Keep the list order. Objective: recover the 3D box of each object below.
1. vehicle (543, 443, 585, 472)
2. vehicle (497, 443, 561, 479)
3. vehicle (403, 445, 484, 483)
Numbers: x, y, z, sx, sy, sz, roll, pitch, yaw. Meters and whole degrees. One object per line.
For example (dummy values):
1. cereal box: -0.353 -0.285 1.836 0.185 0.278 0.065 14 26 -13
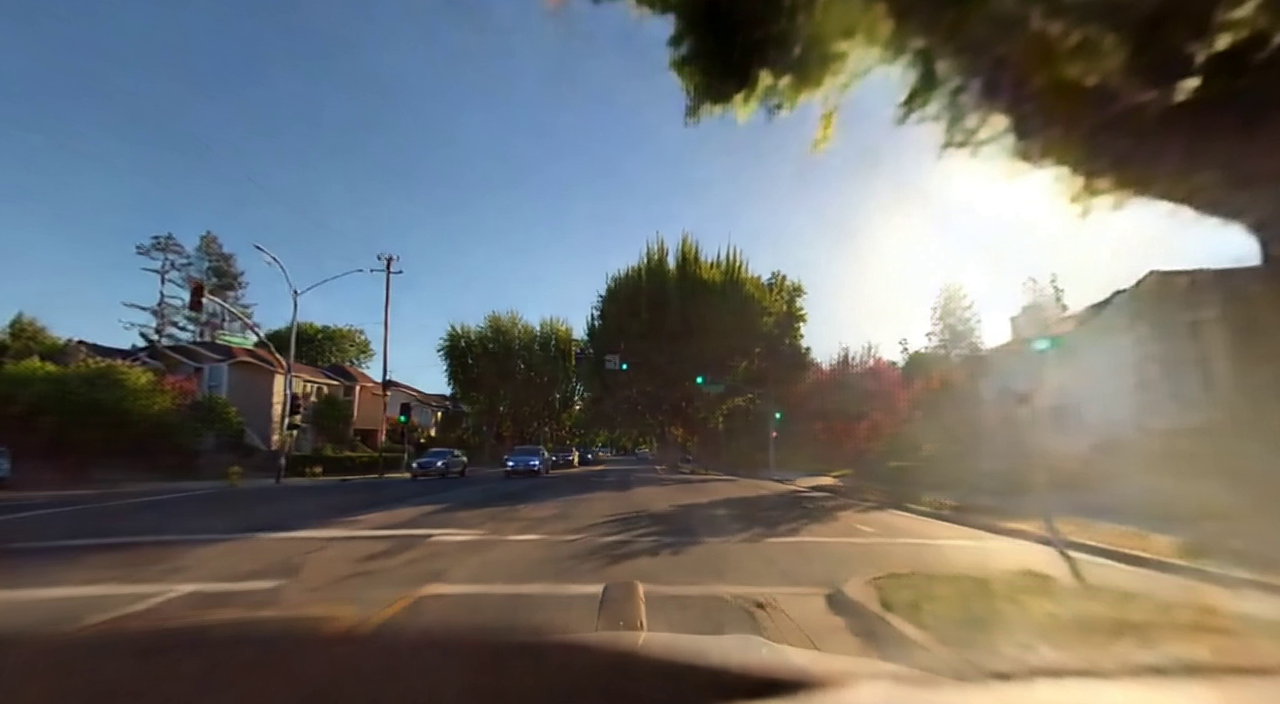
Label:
1. vehicle: -4.551 6.366 38.521 1.999 1.652 3.962 0 -8 1
2. vehicle: -4.817 4.749 27.926 2.003 1.462 4.220 0 -8 1
3. vehicle: -8.379 4.780 27.416 1.985 1.475 4.383 0 -8 2
